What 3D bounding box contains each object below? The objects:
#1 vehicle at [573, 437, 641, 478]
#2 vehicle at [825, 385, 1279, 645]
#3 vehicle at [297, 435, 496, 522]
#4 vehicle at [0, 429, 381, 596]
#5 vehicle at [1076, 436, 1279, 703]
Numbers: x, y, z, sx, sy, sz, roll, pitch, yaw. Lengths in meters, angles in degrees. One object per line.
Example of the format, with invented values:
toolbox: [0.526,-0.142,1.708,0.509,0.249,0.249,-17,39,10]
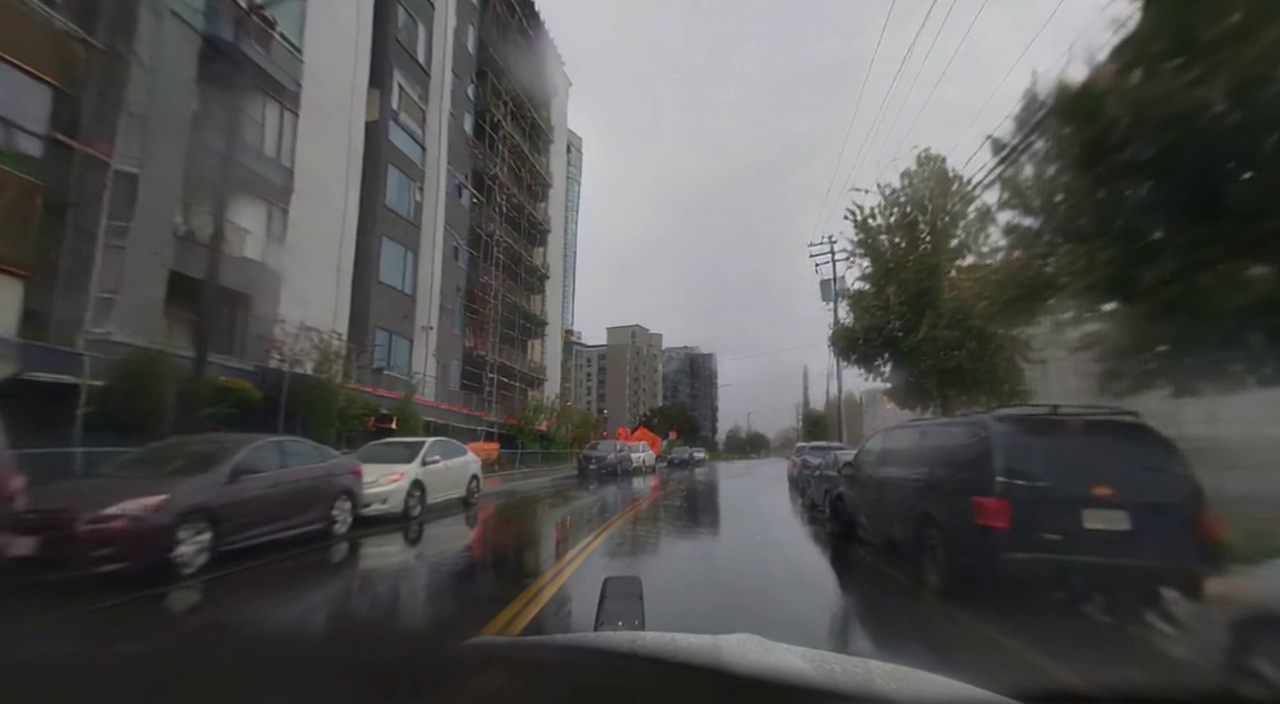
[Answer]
vehicle: [-1.532,5.238,31.418,1.953,1.871,4.712,-2,-9,16]
vehicle: [4.101,1.695,7.800,2.184,2.035,5.422,0,-9,3]
vehicle: [-5.103,2.711,14.121,1.966,1.568,4.705,-1,-9,10]
vehicle: [-5.676,1.866,8.399,2.020,1.519,4.944,0,-9,4]
vehicle: [4.004,1.021,1.857,1.976,1.560,5.158,0,-9,3]
